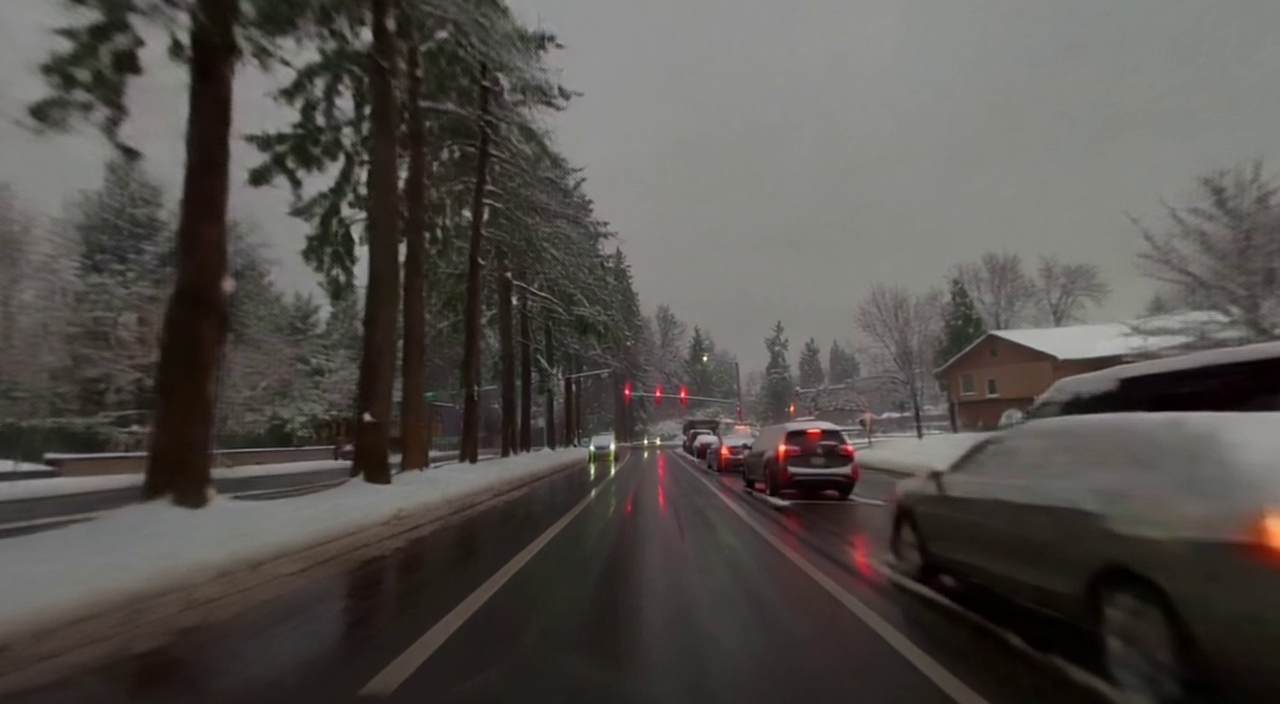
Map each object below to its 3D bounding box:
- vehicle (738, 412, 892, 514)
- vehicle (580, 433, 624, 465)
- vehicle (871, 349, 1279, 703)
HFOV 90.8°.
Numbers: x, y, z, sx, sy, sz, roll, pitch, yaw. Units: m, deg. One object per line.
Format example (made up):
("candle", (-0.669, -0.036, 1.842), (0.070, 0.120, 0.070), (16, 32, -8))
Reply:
("vehicle", (3.438, 2.285, 13.410), (1.985, 1.772, 4.479), (0, -8, 0))
("vehicle", (-2.078, 5.492, 35.848), (2.083, 1.691, 4.398), (0, -8, 2))
("vehicle", (3.124, 1.032, 3.951), (1.945, 1.563, 3.735), (0, -8, 1))
